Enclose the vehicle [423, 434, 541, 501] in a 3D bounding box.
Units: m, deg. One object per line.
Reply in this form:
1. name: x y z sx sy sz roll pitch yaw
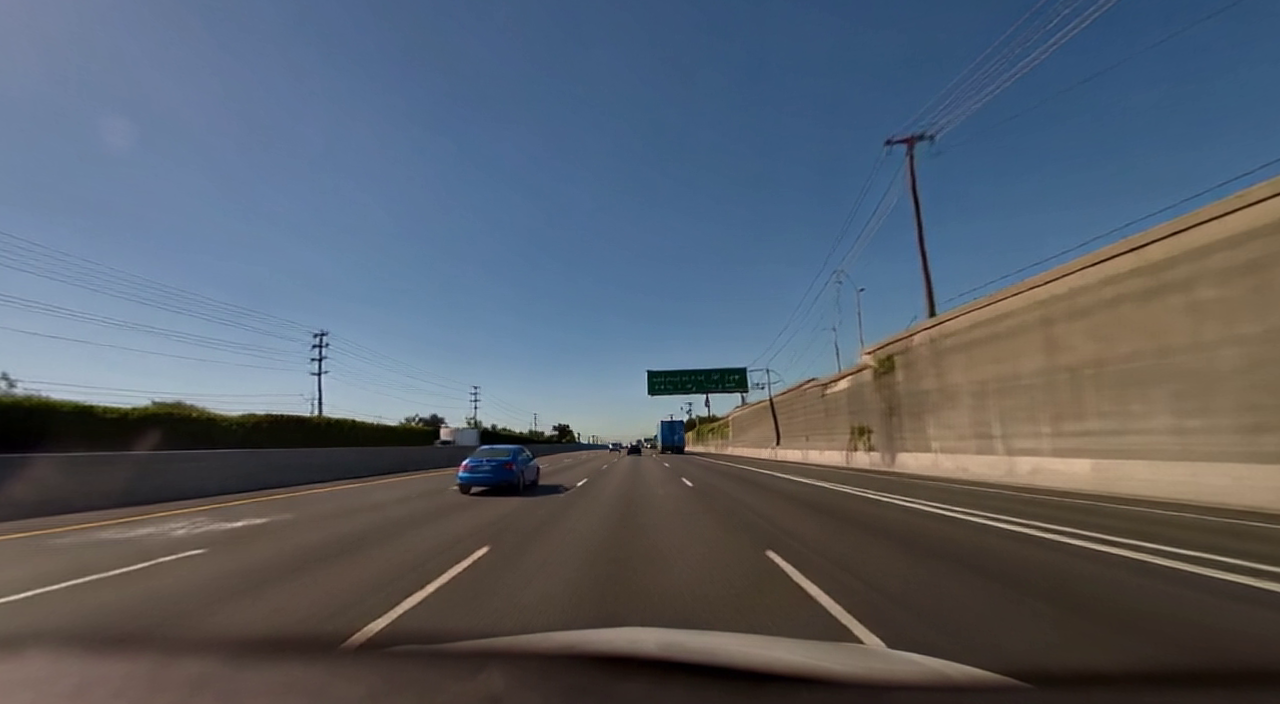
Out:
1. vehicle: -3.978 2.994 16.758 2.009 1.533 4.175 0 -9 1
